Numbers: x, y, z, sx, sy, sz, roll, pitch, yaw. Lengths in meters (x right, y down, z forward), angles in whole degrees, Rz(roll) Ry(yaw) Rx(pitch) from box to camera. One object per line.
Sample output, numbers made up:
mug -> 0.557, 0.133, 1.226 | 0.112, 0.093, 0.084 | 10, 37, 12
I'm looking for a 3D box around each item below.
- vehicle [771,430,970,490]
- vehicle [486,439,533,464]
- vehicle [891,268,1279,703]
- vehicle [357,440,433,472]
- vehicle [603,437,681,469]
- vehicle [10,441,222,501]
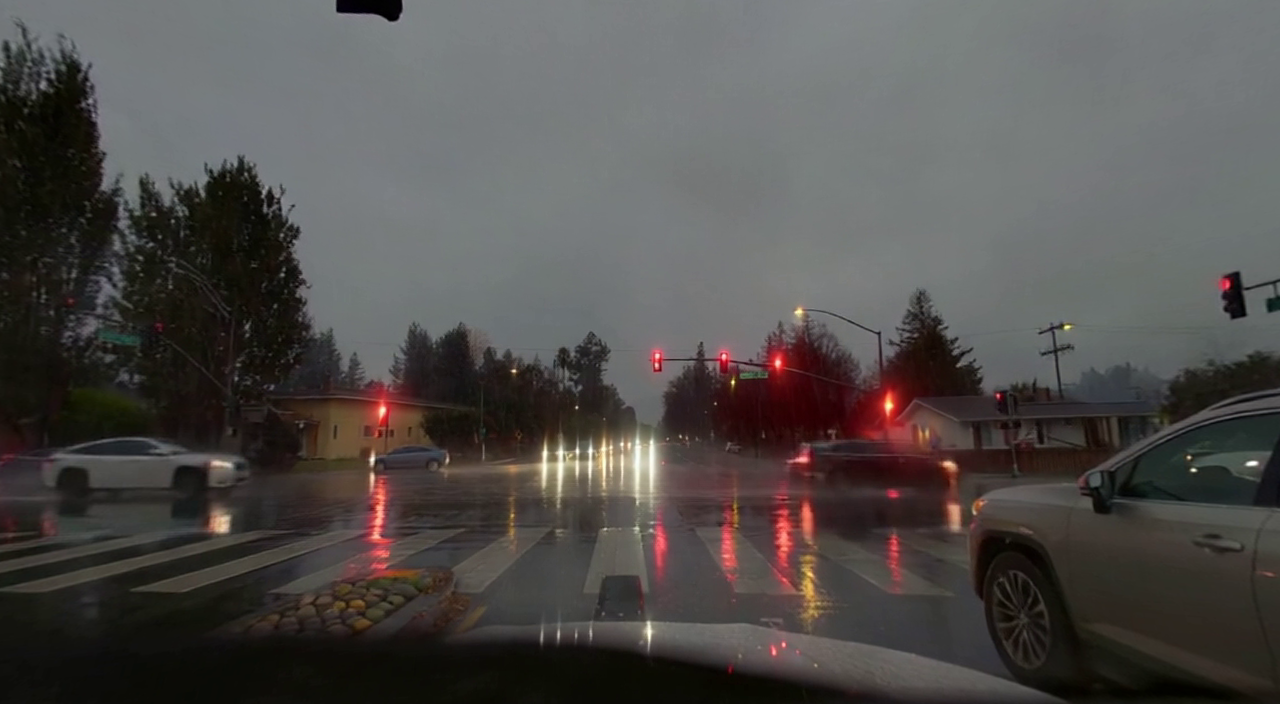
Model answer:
vehicle -> 7.057, 3.366, 19.792 | 5.403, 1.759, 2.040 | 0, -8, 0
vehicle -> -8.933, 6.864, 43.673 | 2.028, 1.654, 5.027 | 0, -9, 1
vehicle -> 2.718, 0.705, 1.731 | 2.085, 1.800, 4.908 | 0, -9, 1
vehicle -> -14.670, 6.266, 38.175 | 2.065, 1.775, 4.667 | -2, -9, 10
vehicle -> 0.204, 5.506, 34.560 | 2.130, 1.633, 4.532 | -5, -10, 32
vehicle -> -13.710, 3.106, 16.735 | 3.894, 1.487, 1.863 | 0, -8, -1
